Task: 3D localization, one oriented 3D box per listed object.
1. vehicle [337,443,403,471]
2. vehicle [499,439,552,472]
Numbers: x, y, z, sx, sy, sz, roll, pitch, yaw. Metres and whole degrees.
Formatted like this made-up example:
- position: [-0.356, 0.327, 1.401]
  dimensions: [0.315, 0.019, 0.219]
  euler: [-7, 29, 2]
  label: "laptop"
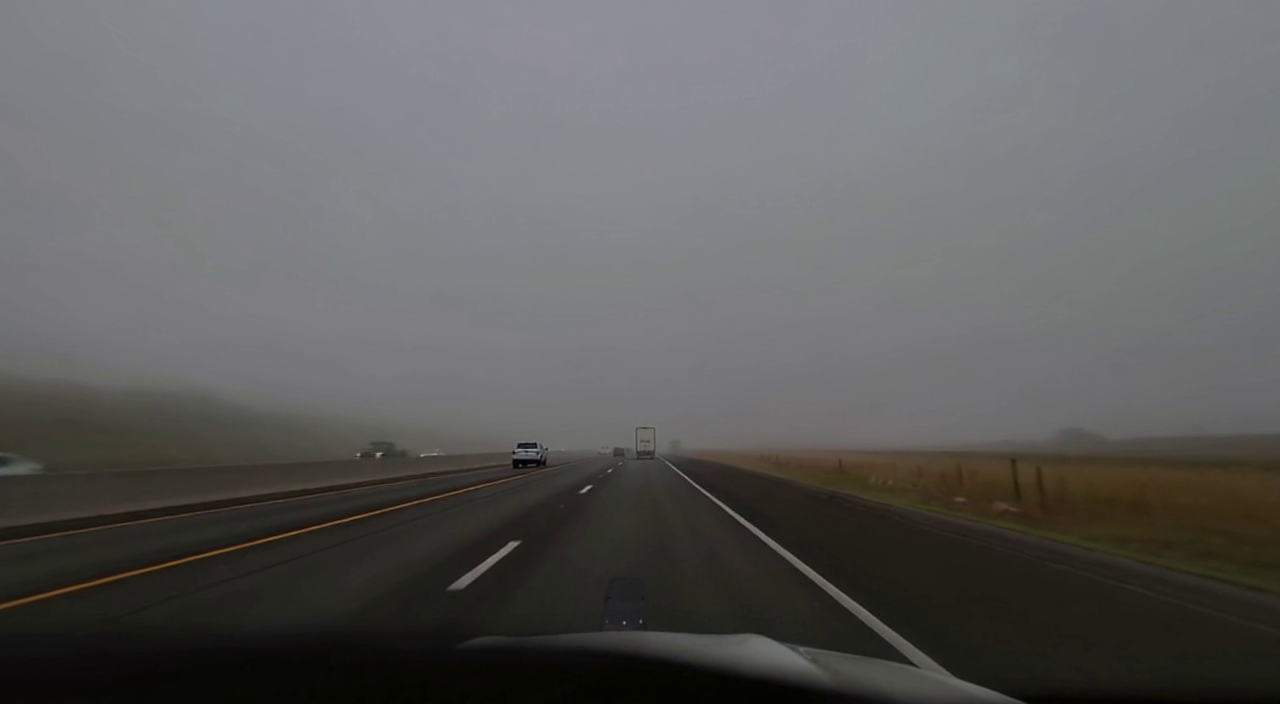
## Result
- position: [-20.254, 7.873, 47.656]
  dimensions: [2.240, 1.947, 6.057]
  euler: [-1, -8, 1]
  label: "vehicle"
- position: [-6.899, 6.300, 38.605]
  dimensions: [2.193, 1.866, 4.807]
  euler: [0, -8, 2]
  label: "vehicle"
